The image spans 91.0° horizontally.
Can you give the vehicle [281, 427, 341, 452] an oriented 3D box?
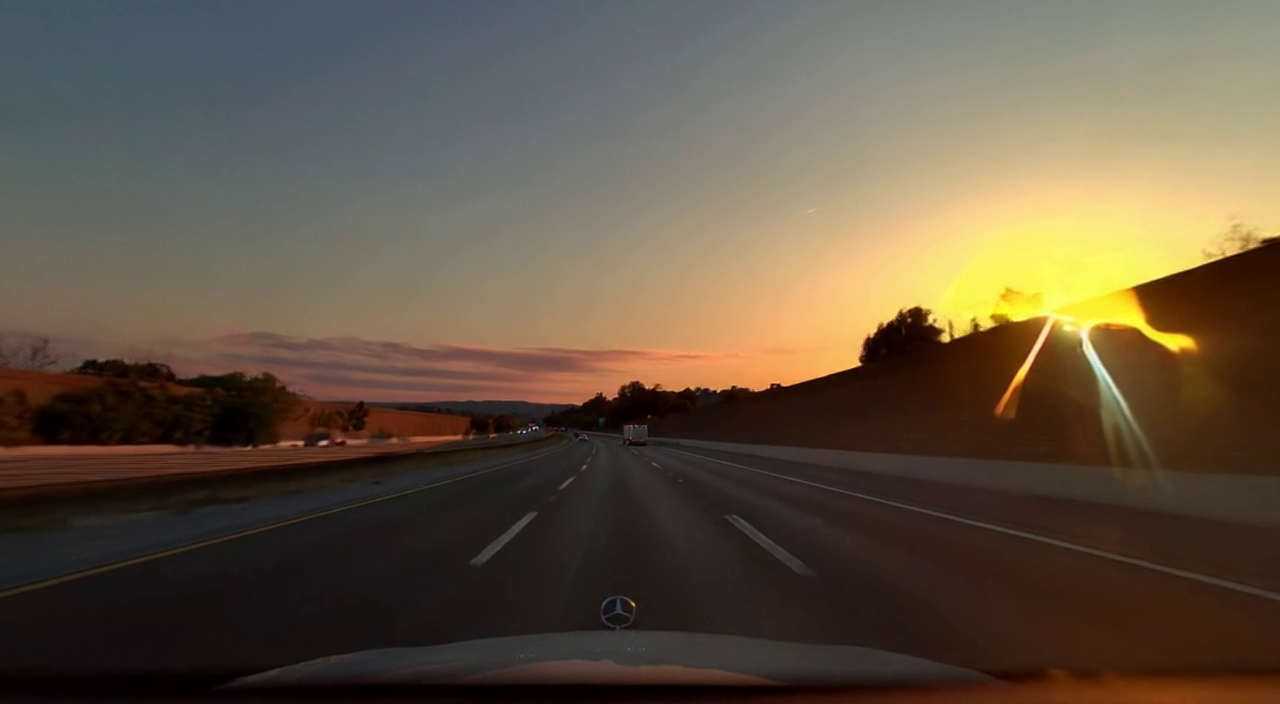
[{"bbox_3d":[-21.103,5.662,40.555,1.792,1.491,4.159,0,-8,-3],"label":"vehicle"}]
